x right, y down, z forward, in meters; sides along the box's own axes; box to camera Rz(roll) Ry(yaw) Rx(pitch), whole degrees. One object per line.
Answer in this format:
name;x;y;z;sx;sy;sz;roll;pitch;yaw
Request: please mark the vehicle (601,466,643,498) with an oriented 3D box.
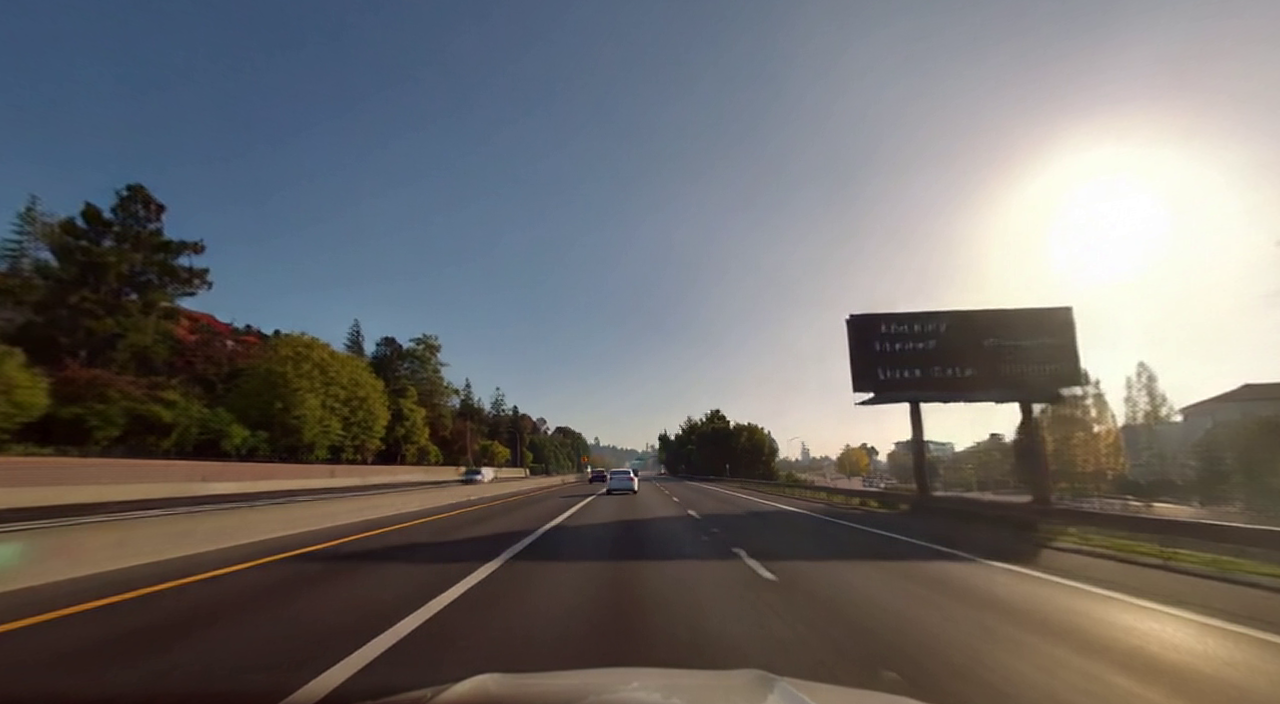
vehicle;-0.888;6.814;33.293;2.016;1.530;4.009;1;-11;1
